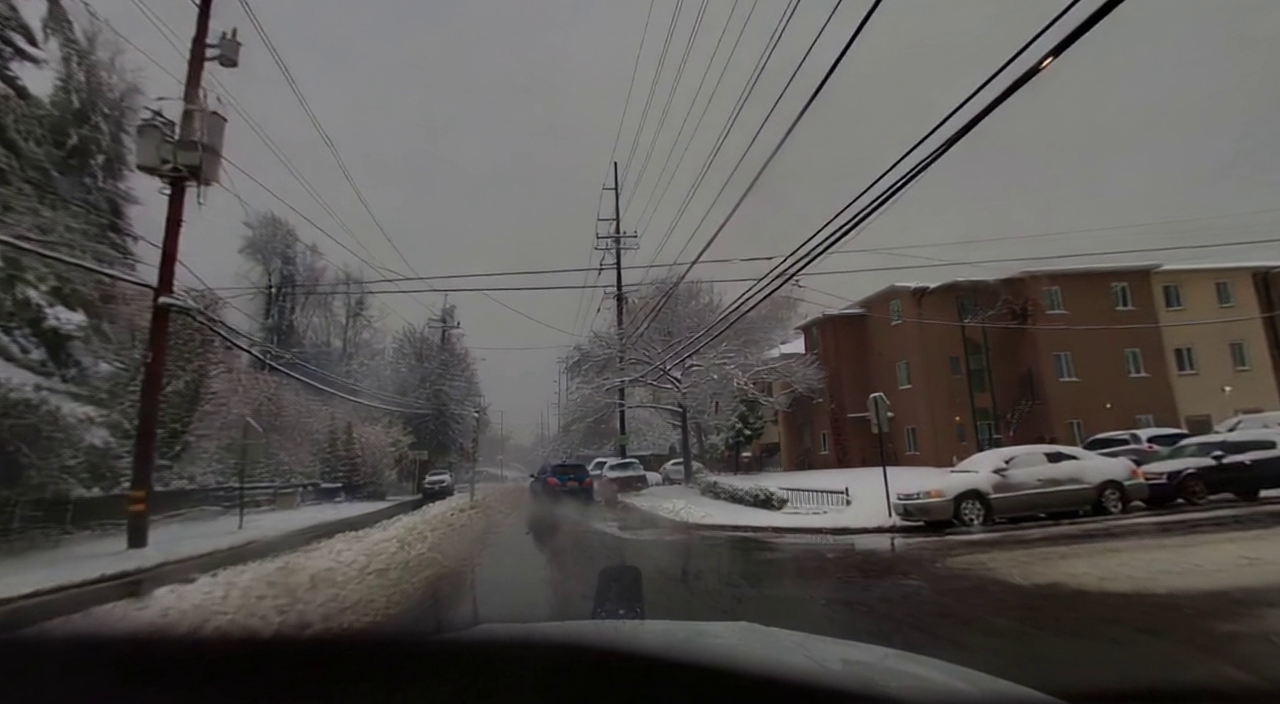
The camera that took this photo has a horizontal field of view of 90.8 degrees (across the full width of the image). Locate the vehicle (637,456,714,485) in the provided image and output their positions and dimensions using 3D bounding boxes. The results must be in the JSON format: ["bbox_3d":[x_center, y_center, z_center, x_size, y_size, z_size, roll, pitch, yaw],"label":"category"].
[{"bbox_3d":[2.203,7.427,39.636,4.424,1.645,1.820,1,-10,-12],"label":"vehicle"}]

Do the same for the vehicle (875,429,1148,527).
[{"bbox_3d":[8.055,2.774,13.942,4.877,1.755,1.918,-1,-13,-10],"label":"vehicle"}]

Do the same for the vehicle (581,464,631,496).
[{"bbox_3d":[-1.833,6.669,33.196,1.918,1.475,4.060,2,-10,-13],"label":"vehicle"}]

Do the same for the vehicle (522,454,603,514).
[{"bbox_3d":[-2.962,4.745,23.246,2.155,1.872,4.790,2,-9,-16],"label":"vehicle"}]

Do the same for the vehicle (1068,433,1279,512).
[{"bbox_3d":[13.177,2.830,15.028,4.830,1.490,1.878,-2,-12,-11],"label":"vehicle"}]
